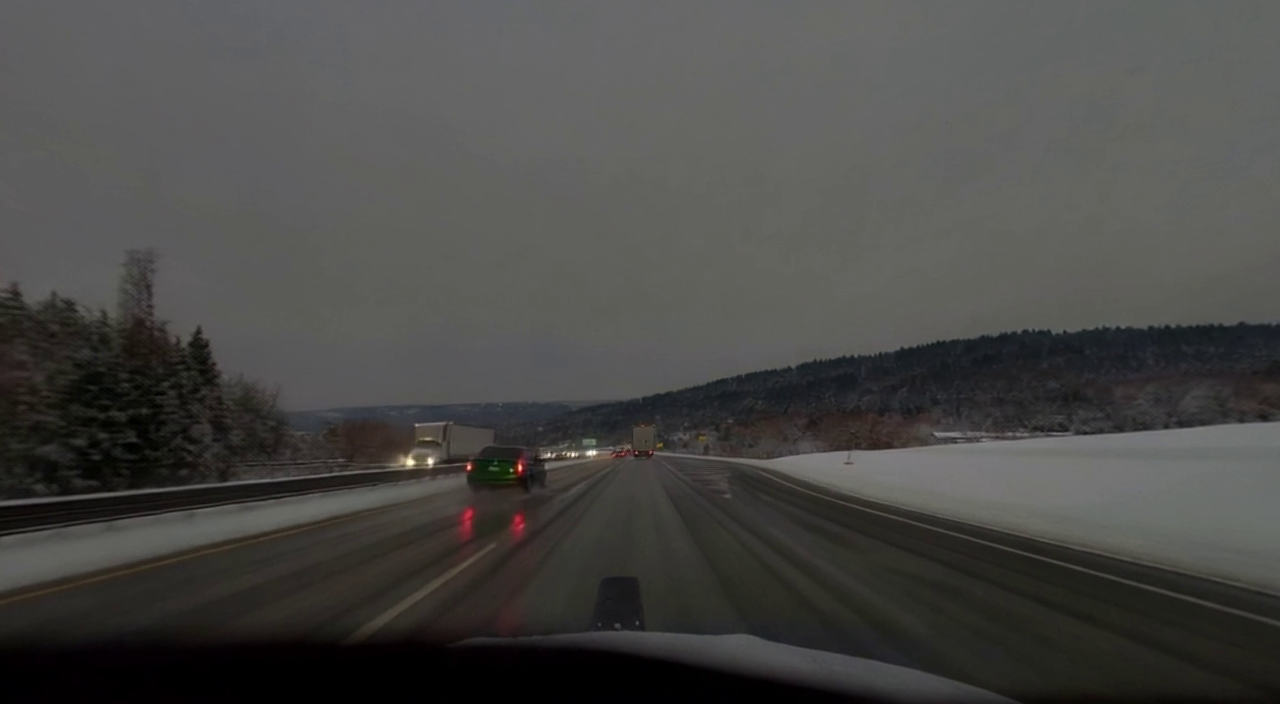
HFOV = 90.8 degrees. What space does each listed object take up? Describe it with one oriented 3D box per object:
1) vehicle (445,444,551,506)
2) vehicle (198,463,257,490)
[{"bbox_3d":[-3.718,3.299,17.303,1.886,1.465,4.119,0,-9,1],"label":"vehicle"},{"bbox_3d":[-26.860,8.082,41.230,1.764,1.526,4.237,2,-9,-12],"label":"vehicle"}]
